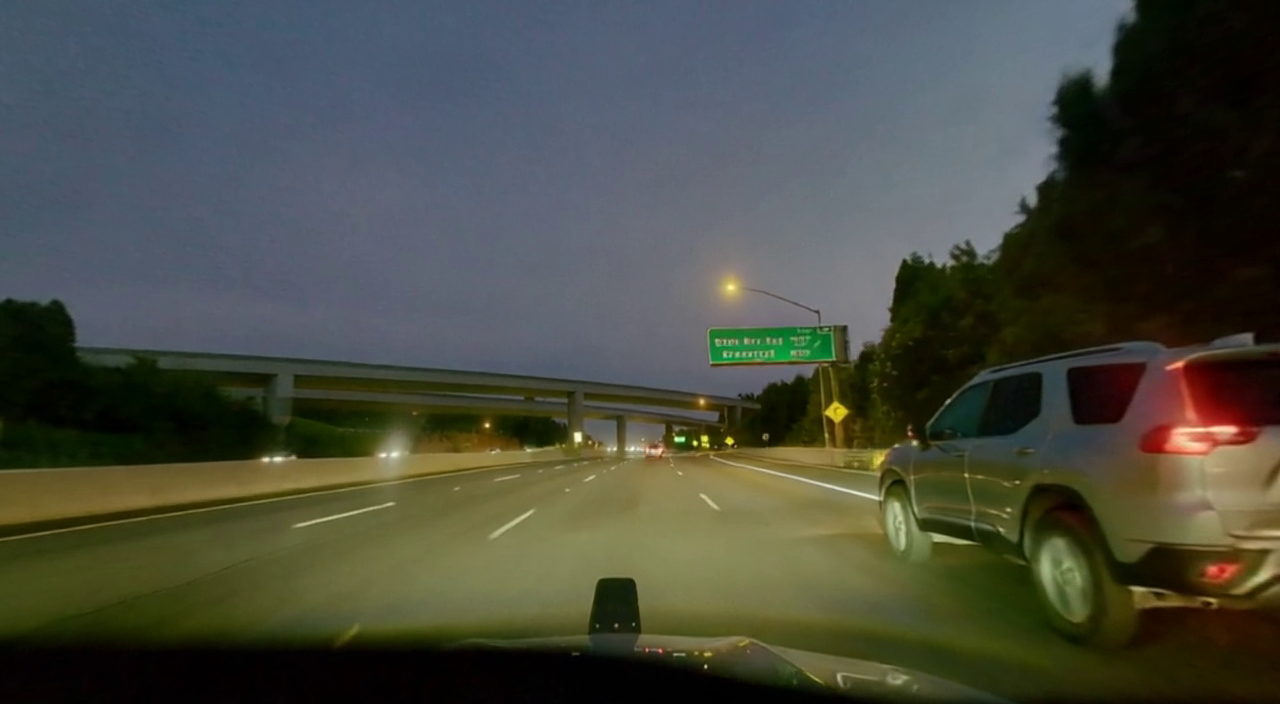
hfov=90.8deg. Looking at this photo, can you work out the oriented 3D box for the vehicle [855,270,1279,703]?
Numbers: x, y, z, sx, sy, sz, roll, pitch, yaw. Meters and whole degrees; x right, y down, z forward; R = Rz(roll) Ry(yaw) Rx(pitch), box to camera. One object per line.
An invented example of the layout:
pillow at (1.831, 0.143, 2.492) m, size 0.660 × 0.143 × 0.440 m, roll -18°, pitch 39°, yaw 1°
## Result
vehicle at (3.545, 0.920, 4.500) m, size 2.155 × 1.918 × 4.945 m, roll -1°, pitch -8°, yaw -1°
